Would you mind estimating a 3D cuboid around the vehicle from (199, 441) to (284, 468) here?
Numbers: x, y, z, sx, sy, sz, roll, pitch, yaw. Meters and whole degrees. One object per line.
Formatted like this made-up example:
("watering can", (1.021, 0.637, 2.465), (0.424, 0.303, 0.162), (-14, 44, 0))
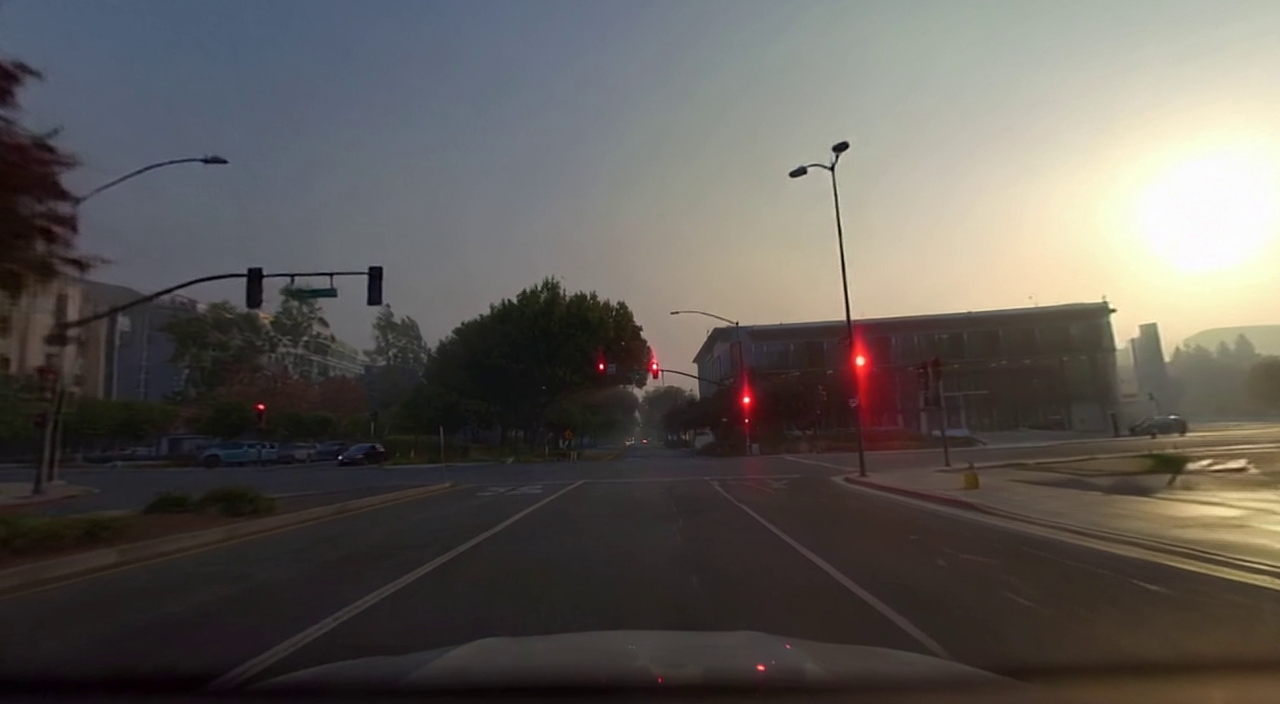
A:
("vehicle", (-27.947, 7.177, 44.295), (4.603, 1.666, 1.972), (-2, -7, -5))
